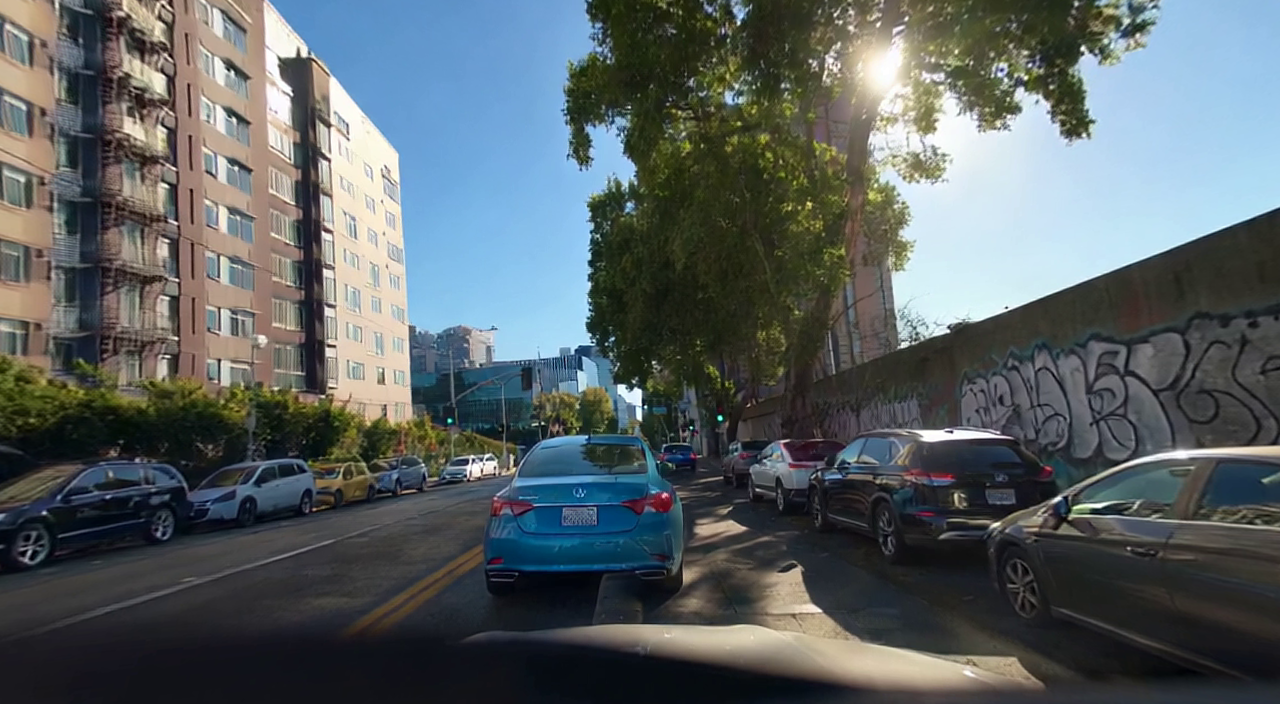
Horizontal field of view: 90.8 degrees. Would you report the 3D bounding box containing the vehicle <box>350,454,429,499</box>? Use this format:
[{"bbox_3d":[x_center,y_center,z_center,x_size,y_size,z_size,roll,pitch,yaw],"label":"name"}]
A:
[{"bbox_3d":[-11.022,5.445,28.074,1.822,1.639,4.144,-5,-8,0],"label":"vehicle"}]

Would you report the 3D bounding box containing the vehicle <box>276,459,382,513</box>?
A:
[{"bbox_3d":[-11.057,4.741,22.788,1.741,1.506,4.370,-5,-8,-2],"label":"vehicle"}]

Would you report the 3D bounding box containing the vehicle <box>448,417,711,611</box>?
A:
[{"bbox_3d":[-0.502,1.660,7.434,2.166,1.579,4.300,0,-8,0],"label":"vehicle"}]

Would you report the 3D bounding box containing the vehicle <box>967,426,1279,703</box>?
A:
[{"bbox_3d":[4.261,1.319,3.989,1.955,1.535,4.266,4,-9,-3],"label":"vehicle"}]

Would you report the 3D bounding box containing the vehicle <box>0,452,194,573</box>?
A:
[{"bbox_3d":[-10.853,2.894,11.614,1.988,1.781,4.827,-8,-8,-4],"label":"vehicle"}]

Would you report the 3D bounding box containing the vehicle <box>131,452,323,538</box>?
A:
[{"bbox_3d":[-10.874,3.714,17.127,2.276,1.741,4.439,-6,-8,-1],"label":"vehicle"}]

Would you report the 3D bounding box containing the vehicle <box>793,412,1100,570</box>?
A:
[{"bbox_3d":[4.199,2.000,10.007,2.097,1.811,5.230,0,-8,-2],"label":"vehicle"}]
